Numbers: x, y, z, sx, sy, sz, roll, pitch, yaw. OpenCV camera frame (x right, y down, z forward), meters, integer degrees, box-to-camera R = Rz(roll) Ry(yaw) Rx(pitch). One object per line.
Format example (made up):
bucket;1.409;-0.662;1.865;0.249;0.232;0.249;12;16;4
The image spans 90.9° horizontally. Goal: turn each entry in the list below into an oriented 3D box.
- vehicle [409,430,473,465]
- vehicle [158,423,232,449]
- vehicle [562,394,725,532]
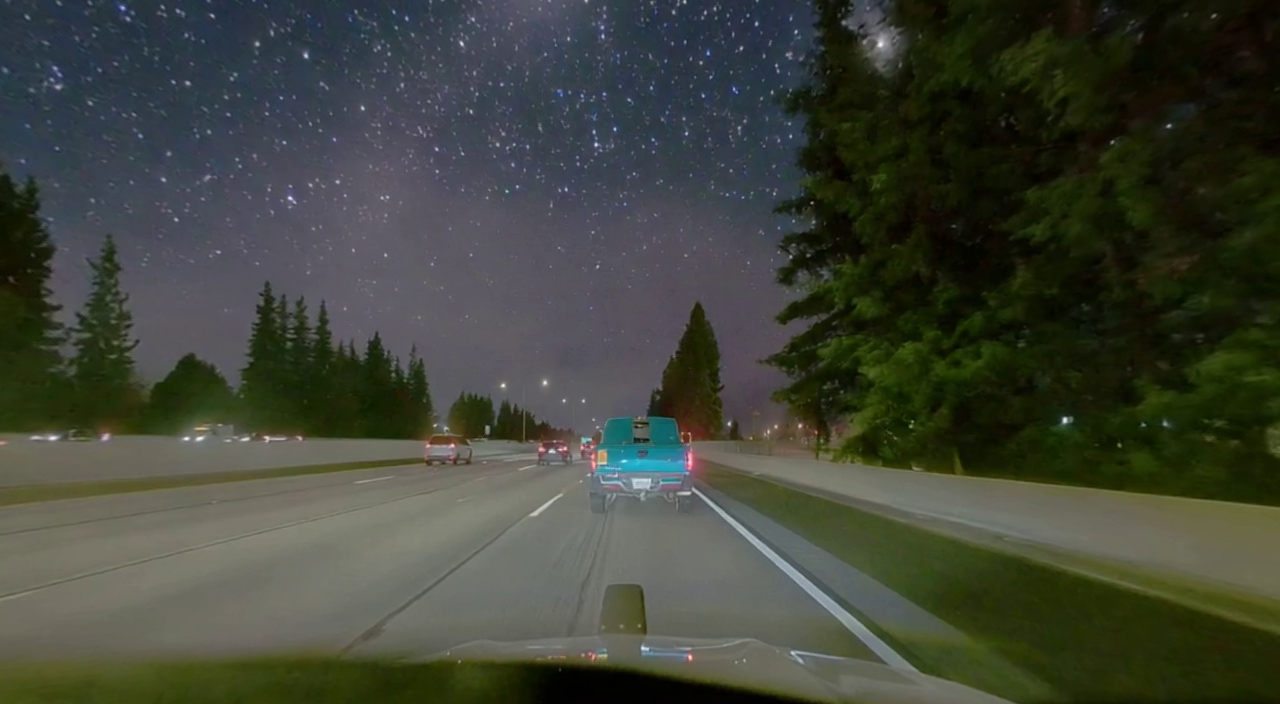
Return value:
vehicle;-10.906;5.300;34.981;2.009;1.771;4.540;0;-8;1
vehicle;-32.005;6.124;45.559;1.980;1.783;4.604;0;-8;0
vehicle;0.024;1.987;11.756;2.395;2.013;4.734;0;-8;-1
